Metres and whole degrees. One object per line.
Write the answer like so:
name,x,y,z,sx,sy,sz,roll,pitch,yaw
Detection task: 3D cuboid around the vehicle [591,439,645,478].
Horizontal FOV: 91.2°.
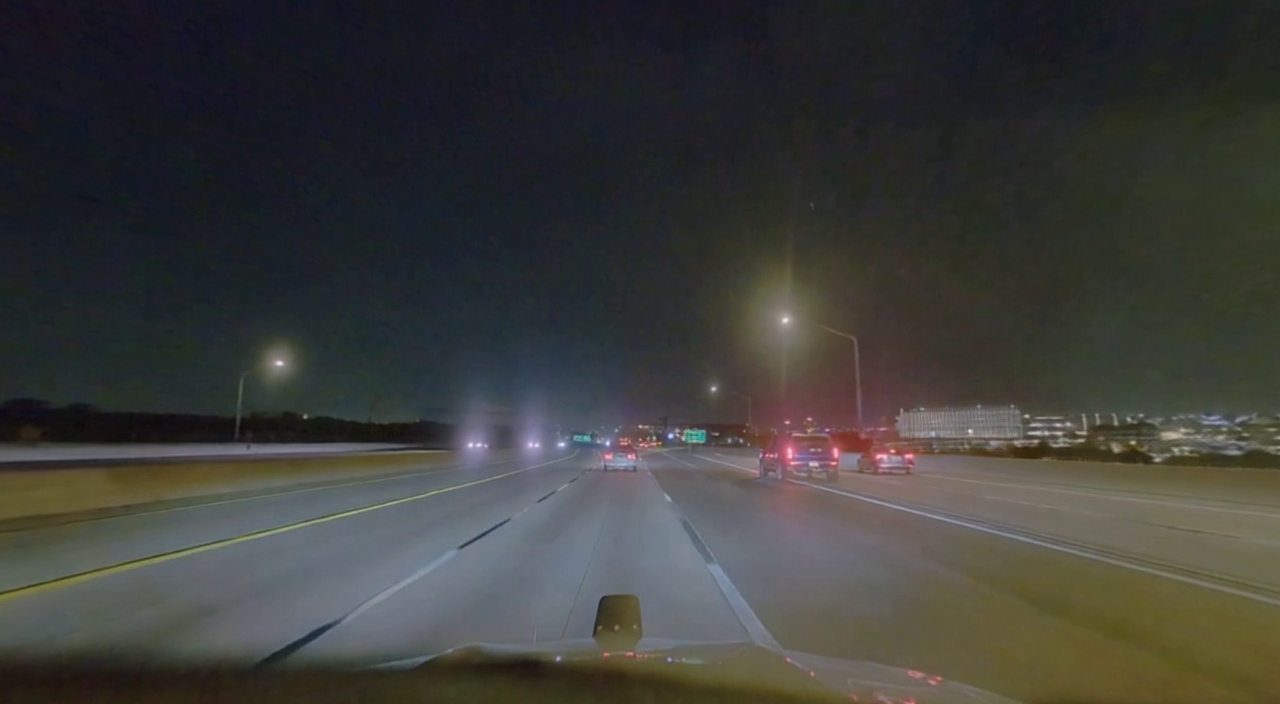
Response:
vehicle,-0.853,4.538,26.889,2.055,1.509,4.255,-1,-9,1
